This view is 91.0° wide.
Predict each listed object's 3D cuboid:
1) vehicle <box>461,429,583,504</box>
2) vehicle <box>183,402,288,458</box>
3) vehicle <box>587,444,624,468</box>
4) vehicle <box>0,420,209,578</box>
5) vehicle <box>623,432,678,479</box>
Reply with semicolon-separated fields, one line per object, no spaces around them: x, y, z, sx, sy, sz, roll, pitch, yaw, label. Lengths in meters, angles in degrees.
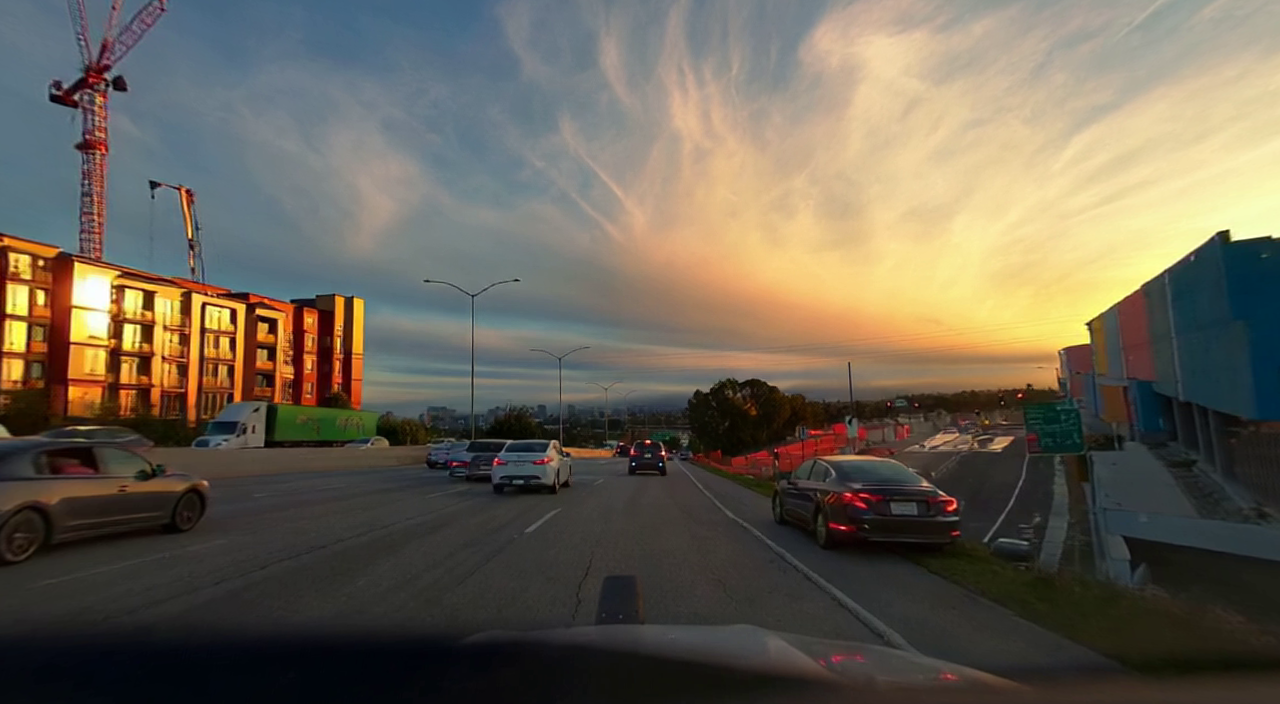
-2.863;2.917;16.481;2.109;1.657;4.554;0;-8;2;vehicle
-29.497;5.813;46.383;2.979;3.846;6.663;0;-8;2;vehicle
-2.268;6.957;42.316;2.029;1.497;3.960;0;-8;4;vehicle
-7.022;1.459;6.463;1.959;1.486;4.460;0;-8;1;vehicle
0.474;4.266;26.245;2.116;1.763;4.352;0;-8;2;vehicle
